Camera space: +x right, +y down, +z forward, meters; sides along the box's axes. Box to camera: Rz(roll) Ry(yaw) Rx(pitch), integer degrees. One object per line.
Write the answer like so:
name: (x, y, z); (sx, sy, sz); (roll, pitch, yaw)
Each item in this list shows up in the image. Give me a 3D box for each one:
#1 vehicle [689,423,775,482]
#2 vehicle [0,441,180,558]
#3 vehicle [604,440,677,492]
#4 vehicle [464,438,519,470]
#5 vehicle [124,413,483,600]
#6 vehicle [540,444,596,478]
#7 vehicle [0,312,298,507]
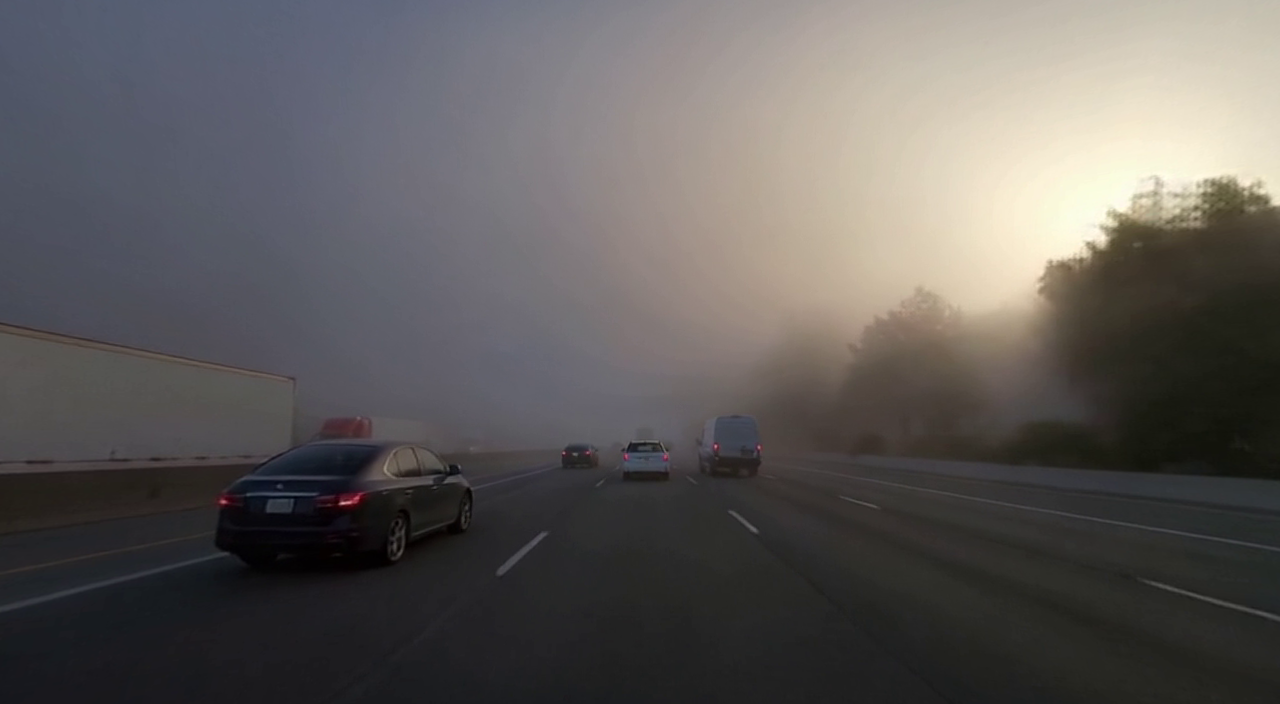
vehicle: (3.507, 3.985, 25.197); (2.460, 2.086, 5.576); (0, -9, -1)
vehicle: (-9.018, 1.964, 8.632); (1.937, 1.450, 4.569); (0, -9, 0)
vehicle: (0.000, 3.555, 19.898); (2.053, 1.461, 3.941); (0, -9, 0)
vehicle: (-8.824, 6.121, 37.836); (2.187, 1.776, 4.518); (0, -9, 0)
vehicle: (-3.457, 1.667, 7.651); (1.956, 1.602, 4.258); (0, -9, 1)
vehicle: (-3.303, 5.079, 29.687); (2.062, 1.459, 4.365); (0, -9, 1)
vehicle: (-15.239, 1.720, 16.760); (2.880, 4.167, 16.544); (0, -9, 1)
